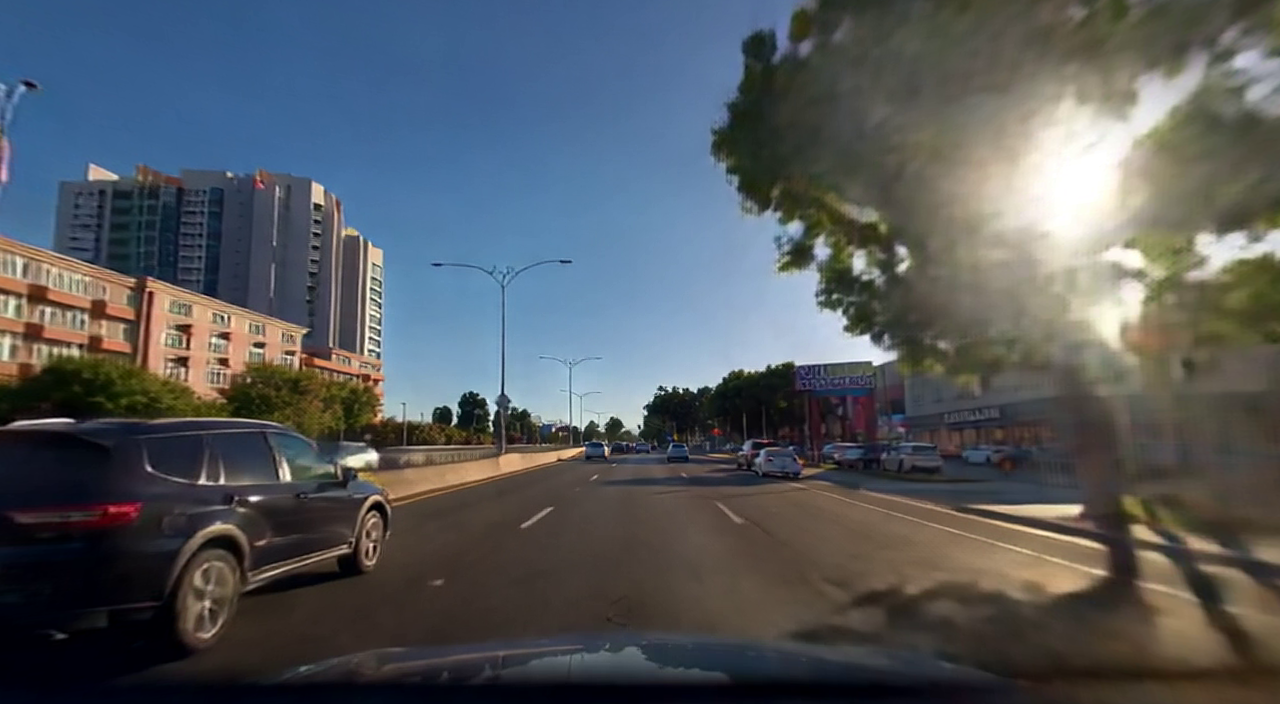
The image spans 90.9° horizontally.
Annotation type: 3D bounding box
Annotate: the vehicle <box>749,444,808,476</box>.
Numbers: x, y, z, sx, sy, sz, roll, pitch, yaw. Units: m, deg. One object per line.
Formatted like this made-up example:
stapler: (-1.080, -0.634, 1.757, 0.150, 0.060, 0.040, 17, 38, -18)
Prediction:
vehicle: (6.722, 5.285, 31.094, 1.888, 1.425, 4.547, 0, -8, 1)

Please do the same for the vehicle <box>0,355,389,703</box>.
vehicle: (-3.584, 1.112, 4.421, 1.983, 1.635, 3.957, 0, -8, 0)

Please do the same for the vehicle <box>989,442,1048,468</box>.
vehicle: (26.326, 7.137, 43.803, 4.673, 1.696, 1.922, 7, -11, -39)

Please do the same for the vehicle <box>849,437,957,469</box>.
vehicle: (15.174, 5.842, 36.625, 5.326, 1.690, 2.007, -8, -11, 41)

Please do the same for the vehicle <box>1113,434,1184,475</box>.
vehicle: (26.670, 5.335, 32.966, 5.164, 1.952, 1.981, 8, -11, -42)

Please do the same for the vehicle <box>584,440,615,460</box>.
vehicle: (-3.000, 7.464, 47.904, 2.005, 1.446, 4.265, 0, -8, 1)
